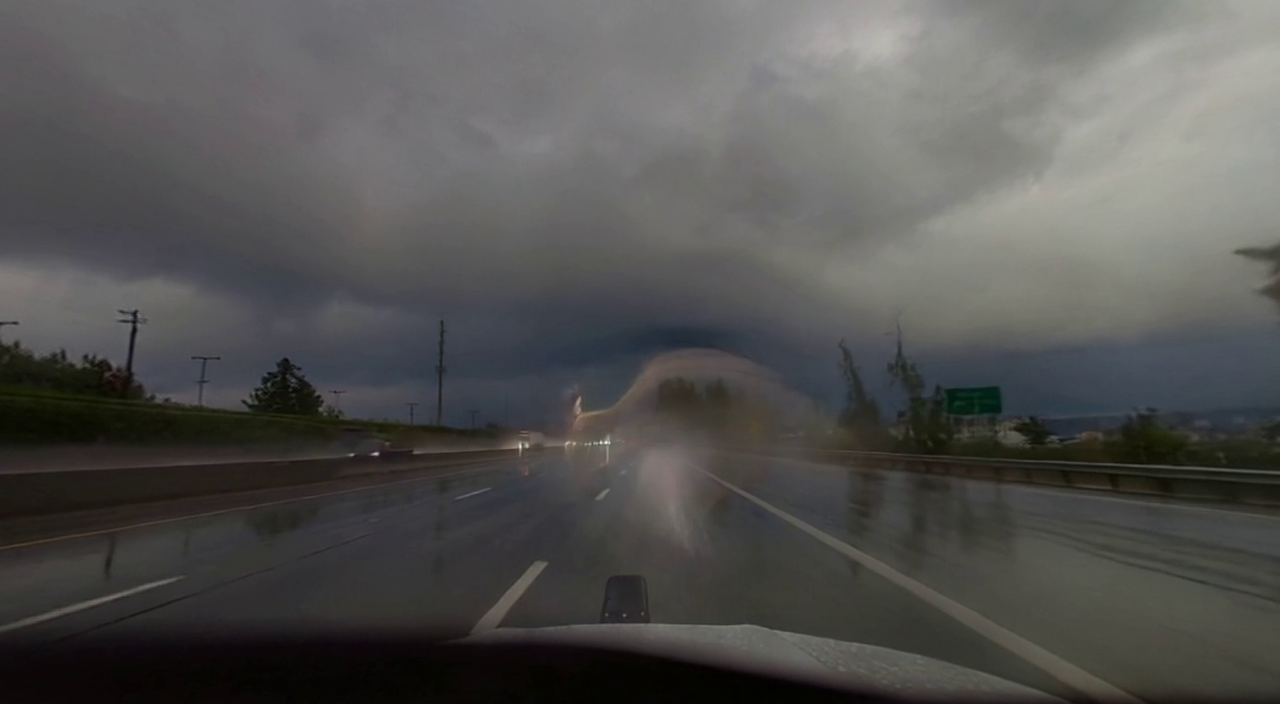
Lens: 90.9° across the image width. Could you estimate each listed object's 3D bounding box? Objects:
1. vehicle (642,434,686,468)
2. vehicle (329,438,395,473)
[{"bbox_3d":[1.281,5.479,35.149,2.260,1.766,4.348,0,-8,0],"label":"vehicle"},{"bbox_3d":[-20.642,7.688,47.172,2.194,2.421,5.841,0,-8,1],"label":"vehicle"}]
